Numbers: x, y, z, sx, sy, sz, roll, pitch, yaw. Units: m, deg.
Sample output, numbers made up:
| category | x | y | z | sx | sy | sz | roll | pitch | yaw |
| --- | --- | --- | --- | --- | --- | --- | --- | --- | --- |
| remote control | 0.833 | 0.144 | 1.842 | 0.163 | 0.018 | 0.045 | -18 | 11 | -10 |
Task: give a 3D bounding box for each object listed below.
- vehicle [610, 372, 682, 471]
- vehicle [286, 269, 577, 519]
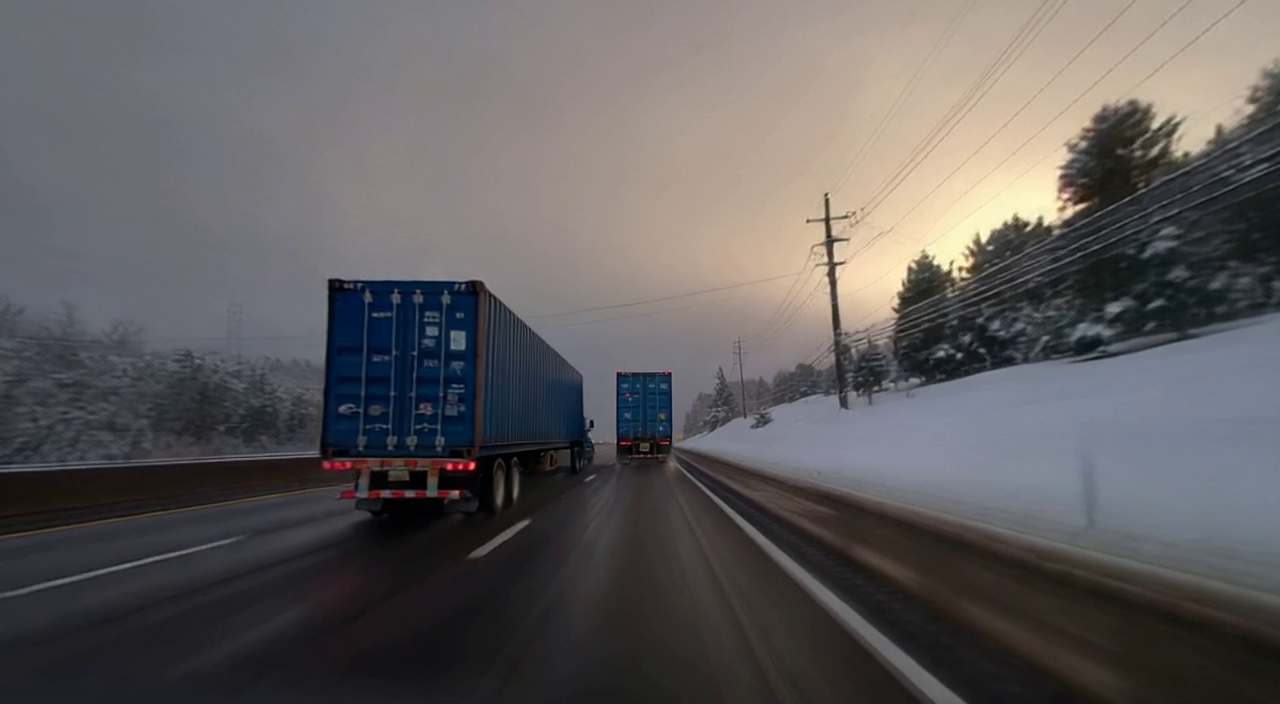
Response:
| category | x | y | z | sx | sy | sz | roll | pitch | yaw |
| --- | --- | --- | --- | --- | --- | --- | --- | --- | --- |
| vehicle | 0.140 | 3.748 | 32.174 | 3.006 | 4.120 | 11.586 | 0 | -8 | -1 |
| vehicle | -4.042 | 1.610 | 17.080 | 3.065 | 4.105 | 13.706 | 0 | -8 | 1 |
